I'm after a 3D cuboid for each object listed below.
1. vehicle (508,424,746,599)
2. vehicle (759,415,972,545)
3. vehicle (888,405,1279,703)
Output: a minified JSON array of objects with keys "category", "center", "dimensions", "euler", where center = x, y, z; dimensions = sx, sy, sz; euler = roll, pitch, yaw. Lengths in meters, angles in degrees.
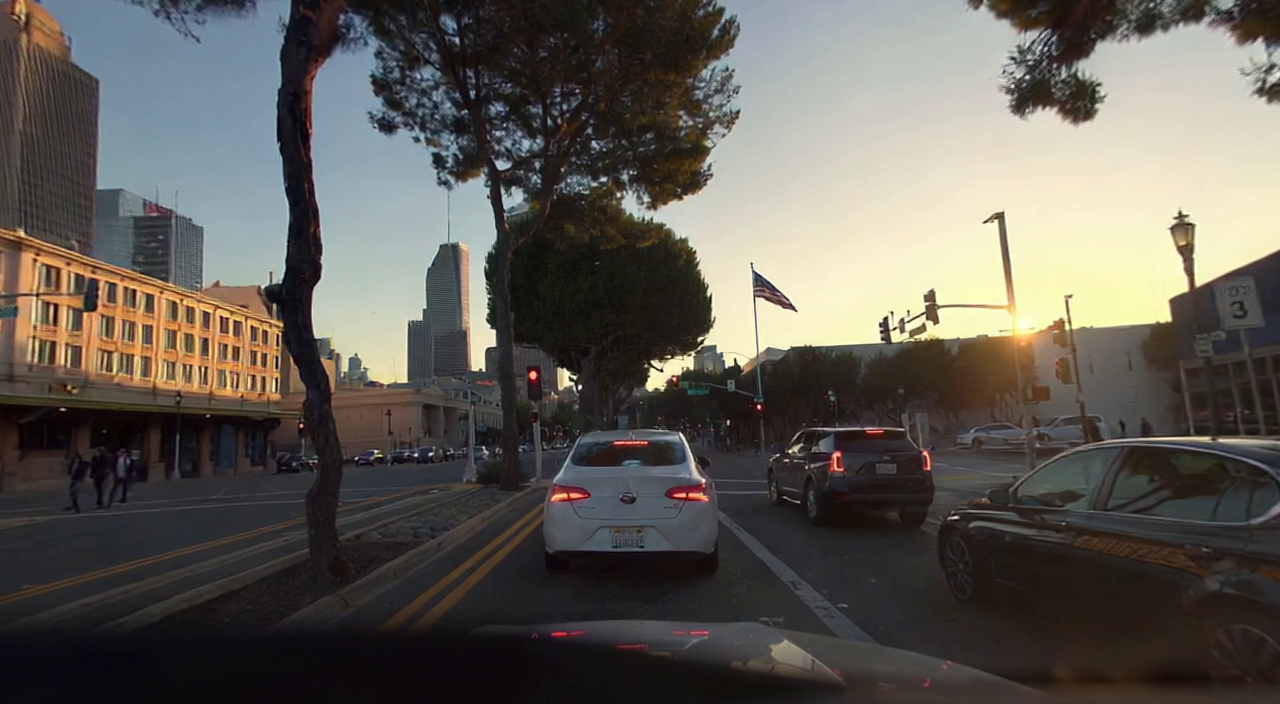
[{"category":"vehicle","center":[-0.119,1.694,7.521],"dimensions":[2.096,1.521,3.747],"euler":[0,-8,0]},{"category":"vehicle","center":[3.506,2.085,10.952],"dimensions":[1.978,1.738,4.599],"euler":[0,-8,0]},{"category":"vehicle","center":[3.375,1.172,3.993],"dimensions":[1.833,1.465,4.258],"euler":[0,-8,-1]}]
